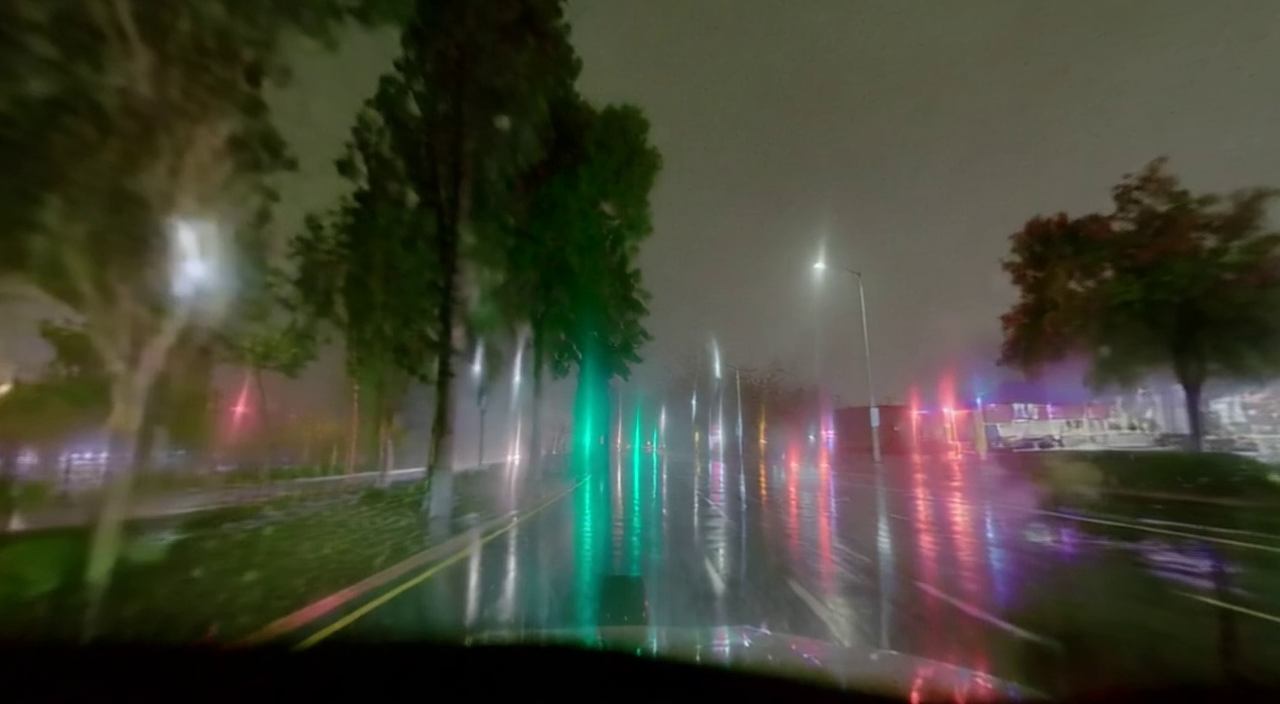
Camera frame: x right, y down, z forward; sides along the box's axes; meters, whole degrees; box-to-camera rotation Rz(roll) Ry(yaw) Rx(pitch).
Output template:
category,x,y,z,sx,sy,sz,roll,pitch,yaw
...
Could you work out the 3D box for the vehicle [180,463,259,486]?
category,x,y,z,sx,sy,sz,roll,pitch,yaw
vehicle,-31.310,9.126,47.064,4.622,1.466,1.842,4,-10,-27
